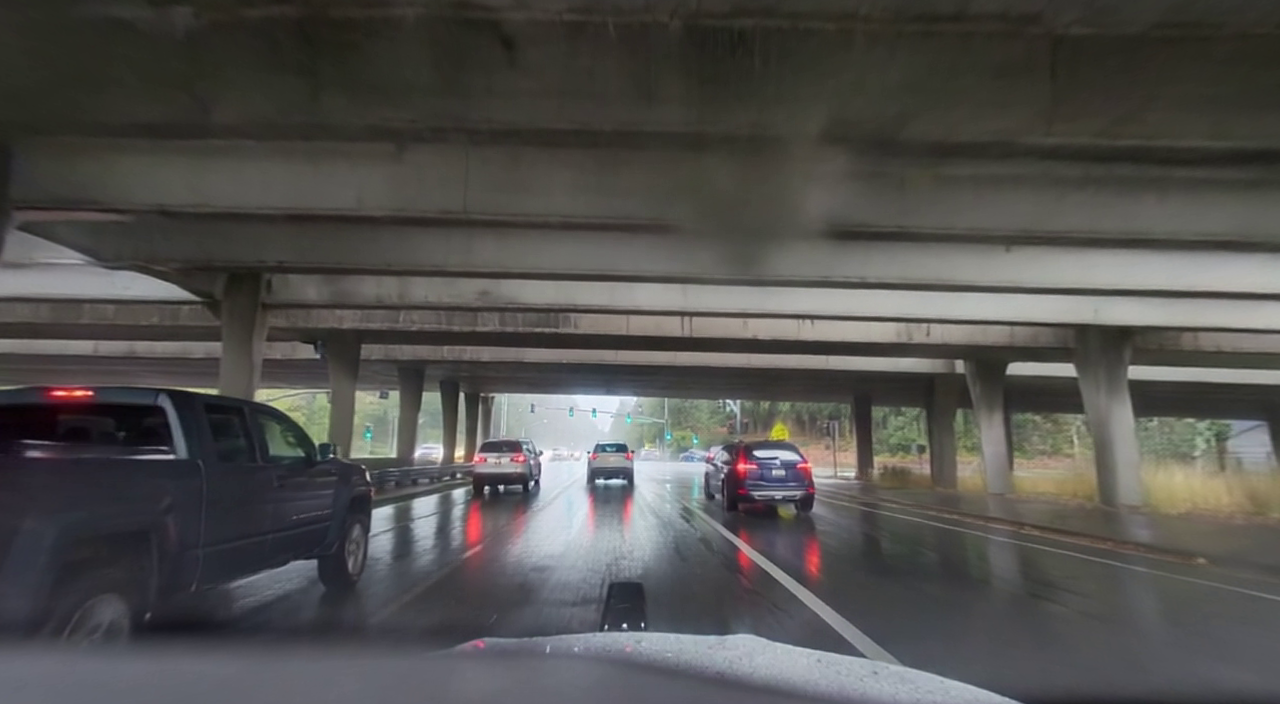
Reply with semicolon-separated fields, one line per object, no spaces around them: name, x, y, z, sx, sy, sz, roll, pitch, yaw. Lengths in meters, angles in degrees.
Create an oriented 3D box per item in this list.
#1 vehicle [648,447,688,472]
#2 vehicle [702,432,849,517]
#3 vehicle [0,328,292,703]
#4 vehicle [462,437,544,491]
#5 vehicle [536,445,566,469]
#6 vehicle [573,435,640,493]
vehicle;1.712;6.831;40.330;2.026;1.457;3.969;1;-8;-6
vehicle;3.064;2.925;15.711;2.234;1.720;5.378;1;-8;-3
vehicle;-3.856;0.802;2.726;2.074;1.814;4.596;0;-8;-1
vehicle;-4.699;3.881;22.252;2.127;1.720;4.064;0;-8;-3
vehicle;-6.187;7.309;44.198;1.829;1.614;3.611;1;-8;-4
vehicle;-1.108;3.761;21.505;2.097;1.748;3.794;0;-8;-2
